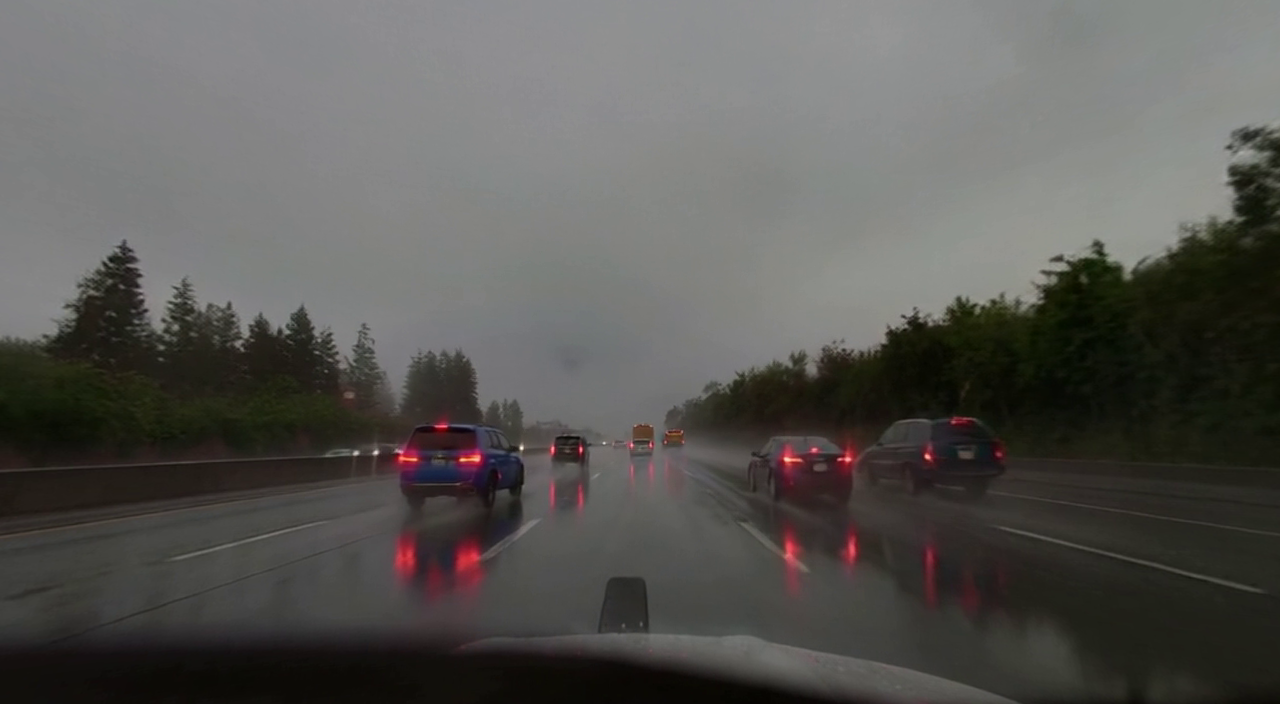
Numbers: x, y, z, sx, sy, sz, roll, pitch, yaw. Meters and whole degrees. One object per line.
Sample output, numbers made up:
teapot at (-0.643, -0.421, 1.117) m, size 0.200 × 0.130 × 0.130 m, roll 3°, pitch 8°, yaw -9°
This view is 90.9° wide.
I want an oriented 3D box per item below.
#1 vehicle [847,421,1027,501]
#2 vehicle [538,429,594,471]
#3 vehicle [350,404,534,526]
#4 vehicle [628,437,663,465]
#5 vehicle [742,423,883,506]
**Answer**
vehicle at (7.759, 2.929, 17.371) m, size 2.191 × 1.807 × 5.692 m, roll 0°, pitch -8°, yaw 0°
vehicle at (-3.502, 4.756, 30.653) m, size 2.155 × 1.843 × 4.567 m, roll 0°, pitch -8°, yaw 0°
vehicle at (-3.490, 2.106, 12.208) m, size 2.016 × 1.898 × 4.458 m, roll 0°, pitch -8°, yaw 1°
vehicle at (0.325, 6.128, 39.218) m, size 2.042 × 1.632 × 3.654 m, roll 0°, pitch -8°, yaw 0°
vehicle at (3.896, 2.643, 15.227) m, size 2.050 × 1.661 × 4.636 m, roll 0°, pitch -8°, yaw -1°
